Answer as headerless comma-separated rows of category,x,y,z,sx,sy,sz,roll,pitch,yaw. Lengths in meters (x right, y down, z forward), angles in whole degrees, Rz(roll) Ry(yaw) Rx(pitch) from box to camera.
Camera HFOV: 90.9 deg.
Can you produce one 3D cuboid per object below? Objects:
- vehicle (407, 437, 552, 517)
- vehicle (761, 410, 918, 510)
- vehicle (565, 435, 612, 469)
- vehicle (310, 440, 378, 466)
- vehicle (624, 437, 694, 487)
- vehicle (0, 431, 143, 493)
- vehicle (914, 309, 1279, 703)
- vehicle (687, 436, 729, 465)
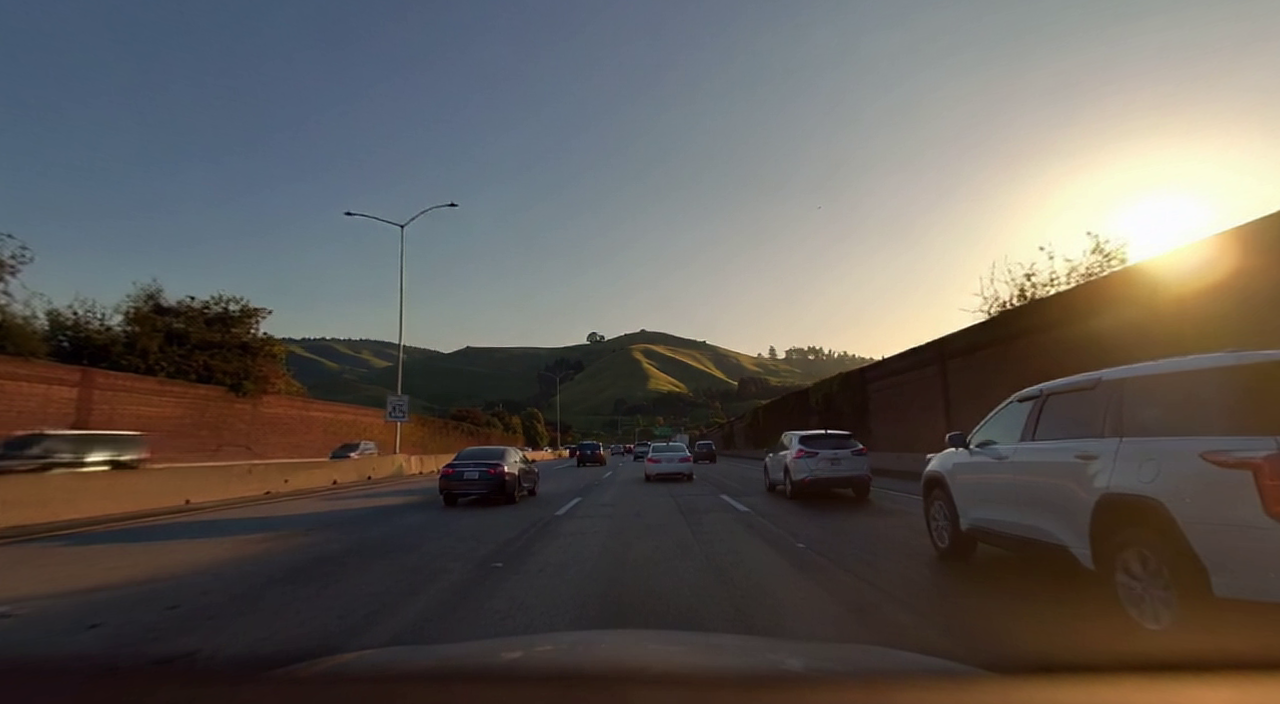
vehicle,-3.286,2.627,13.893,1.961,1.456,4.362,0,-8,1
vehicle,4.203,2.358,14.223,1.970,1.872,4.575,0,-8,-1
vehicle,-2.879,5.736,36.419,2.154,1.793,4.736,0,-8,2
vehicle,-21.506,7.355,46.151,2.205,1.769,5.650,0,-8,0
vehicle,0.550,3.562,20.824,2.105,1.471,3.978,0,-8,0
vehicle,-21.855,3.932,22.995,2.448,1.955,6.132,0,-8,0
vehicle,3.730,0.937,4.096,1.930,1.831,4.344,0,-8,0
vehicle,3.720,5.439,35.107,1.855,1.513,3.915,0,-8,-1
